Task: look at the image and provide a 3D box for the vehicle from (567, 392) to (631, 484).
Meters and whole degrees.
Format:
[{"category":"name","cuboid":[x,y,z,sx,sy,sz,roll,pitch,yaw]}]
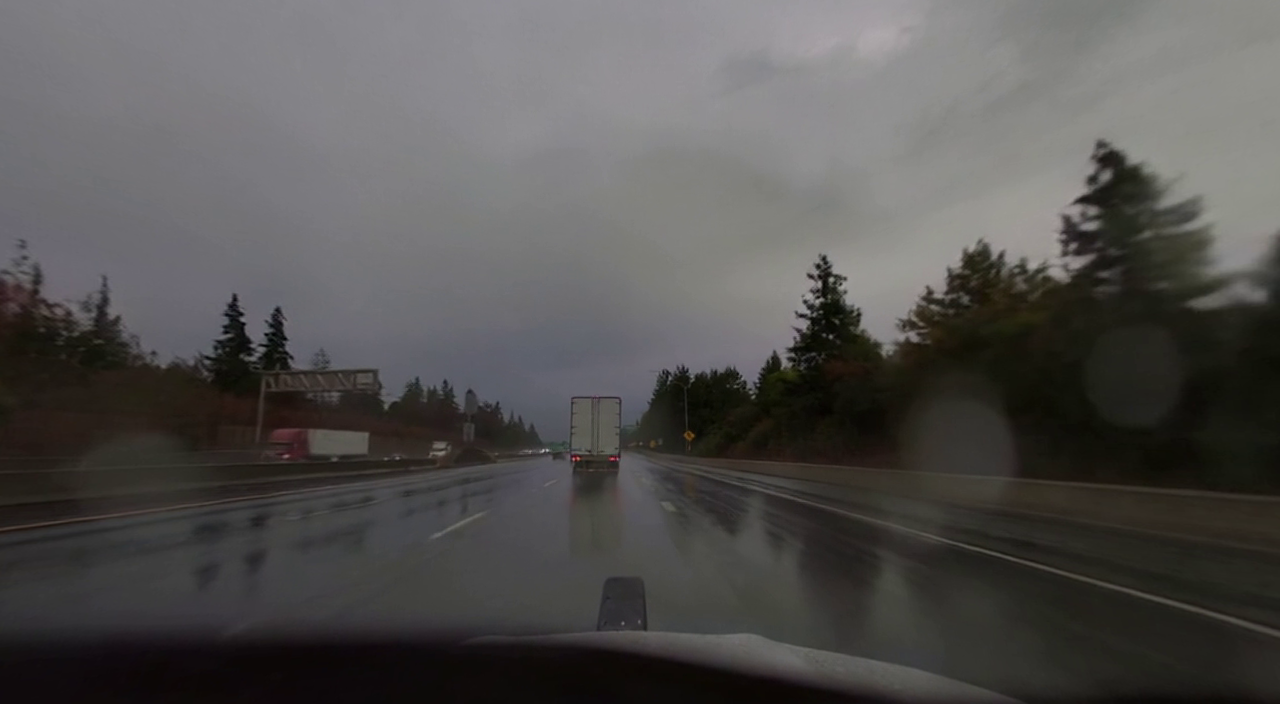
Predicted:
[{"category":"vehicle","cuboid":[-2.155,4.798,34.338,2.875,4.056,12.312,0,-9,-3]}]
